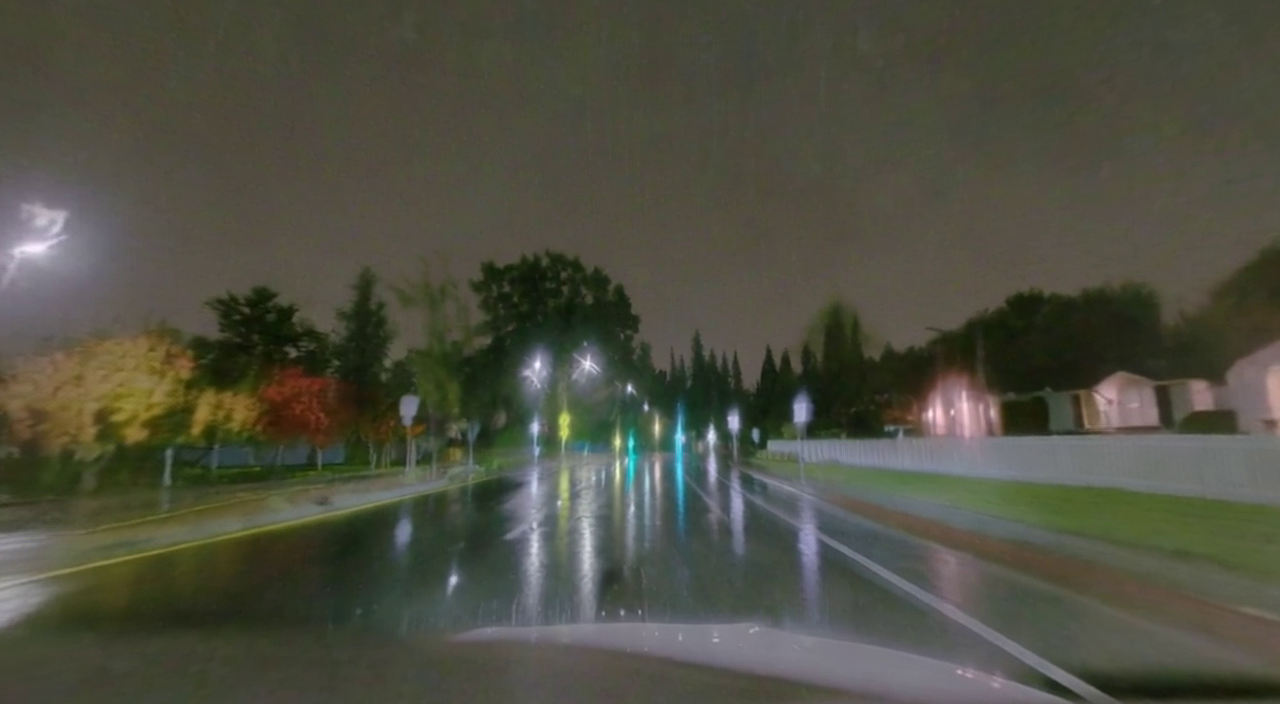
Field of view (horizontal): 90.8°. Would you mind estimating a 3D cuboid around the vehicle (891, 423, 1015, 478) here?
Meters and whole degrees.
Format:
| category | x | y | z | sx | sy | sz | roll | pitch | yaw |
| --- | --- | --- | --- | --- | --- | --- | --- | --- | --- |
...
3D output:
| category | x | y | z | sx | sy | sz | roll | pitch | yaw |
| --- | --- | --- | --- | --- | --- | --- | --- | --- | --- |
| vehicle | 10.551 | 3.363 | 21.720 | 1.938 | 1.695 | 4.296 | 0 | -8 | -2 |
